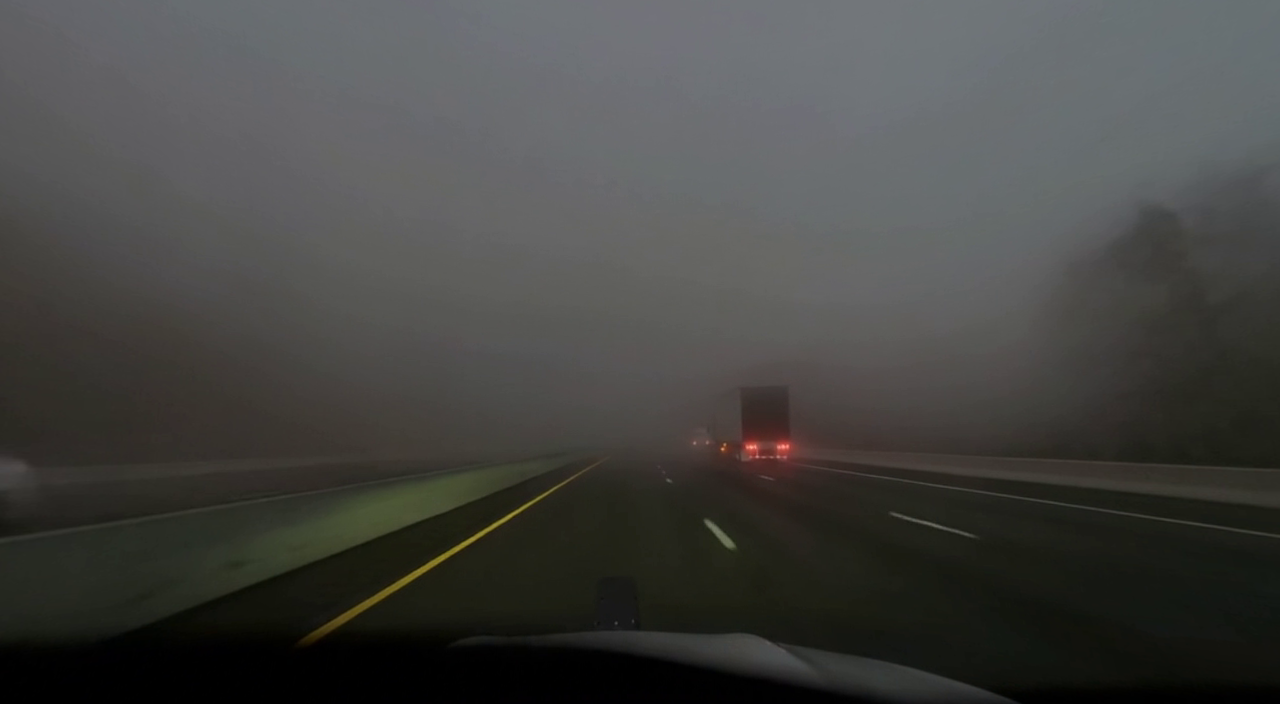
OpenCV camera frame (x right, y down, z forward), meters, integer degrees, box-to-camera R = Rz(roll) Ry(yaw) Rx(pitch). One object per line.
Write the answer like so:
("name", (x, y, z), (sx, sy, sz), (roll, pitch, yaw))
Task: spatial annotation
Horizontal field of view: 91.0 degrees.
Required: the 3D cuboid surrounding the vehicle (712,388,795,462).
("vehicle", (7.154, 5.076, 42.321), (2.885, 4.075, 13.981), (0, -8, 0))
